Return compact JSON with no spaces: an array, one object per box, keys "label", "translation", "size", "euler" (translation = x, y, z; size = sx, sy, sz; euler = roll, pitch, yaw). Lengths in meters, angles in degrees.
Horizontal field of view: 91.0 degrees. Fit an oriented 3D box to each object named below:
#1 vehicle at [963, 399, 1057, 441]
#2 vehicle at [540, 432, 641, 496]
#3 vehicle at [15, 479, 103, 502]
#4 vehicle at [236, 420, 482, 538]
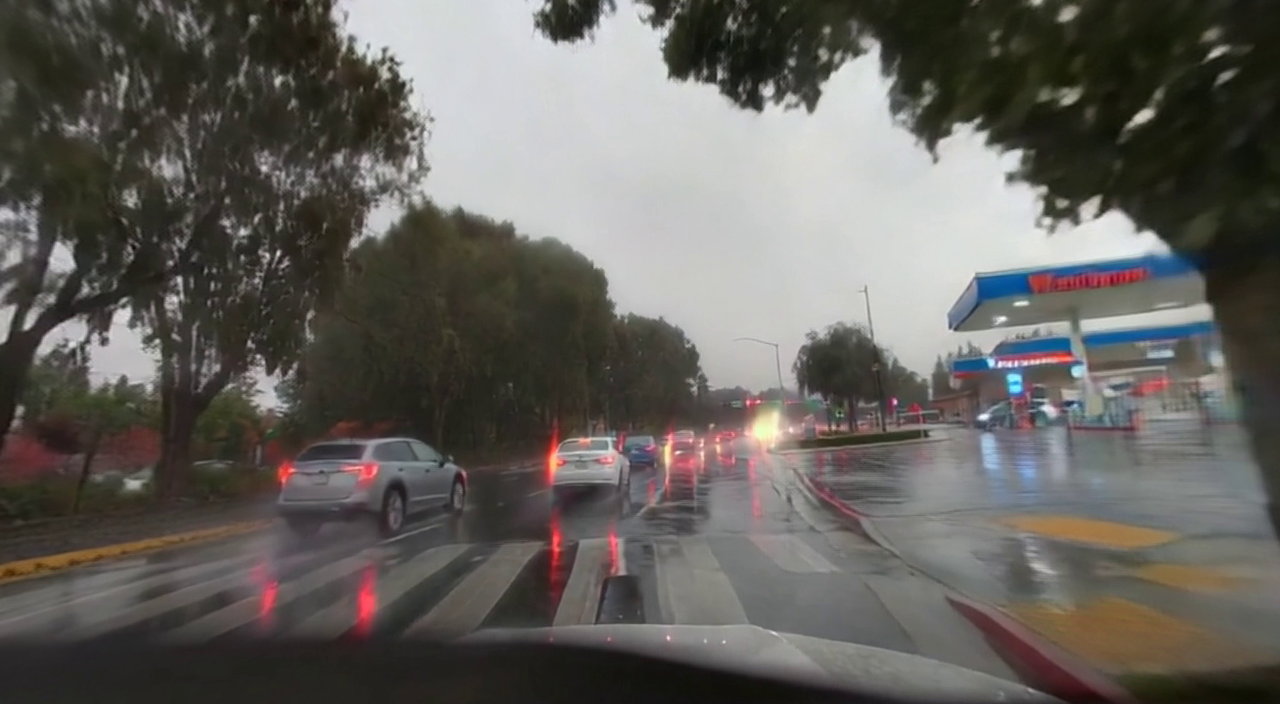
[{"label":"vehicle","translation":[21.552,4.085,37.023],"size":[2.322,2.152,5.668],"euler":[-2,-8,4]},{"label":"vehicle","translation":[-1.260,3.114,17.855],"size":[2.060,1.580,3.980],"euler":[-1,-9,8]},{"label":"vehicle","translation":[-40.964,9.768,44.412],"size":[4.384,1.490,2.031],"euler":[-1,-10,6]},{"label":"vehicle","translation":[-4.954,2.306,12.096],"size":[2.102,1.774,4.662],"euler":[-1,-9,7]}]
